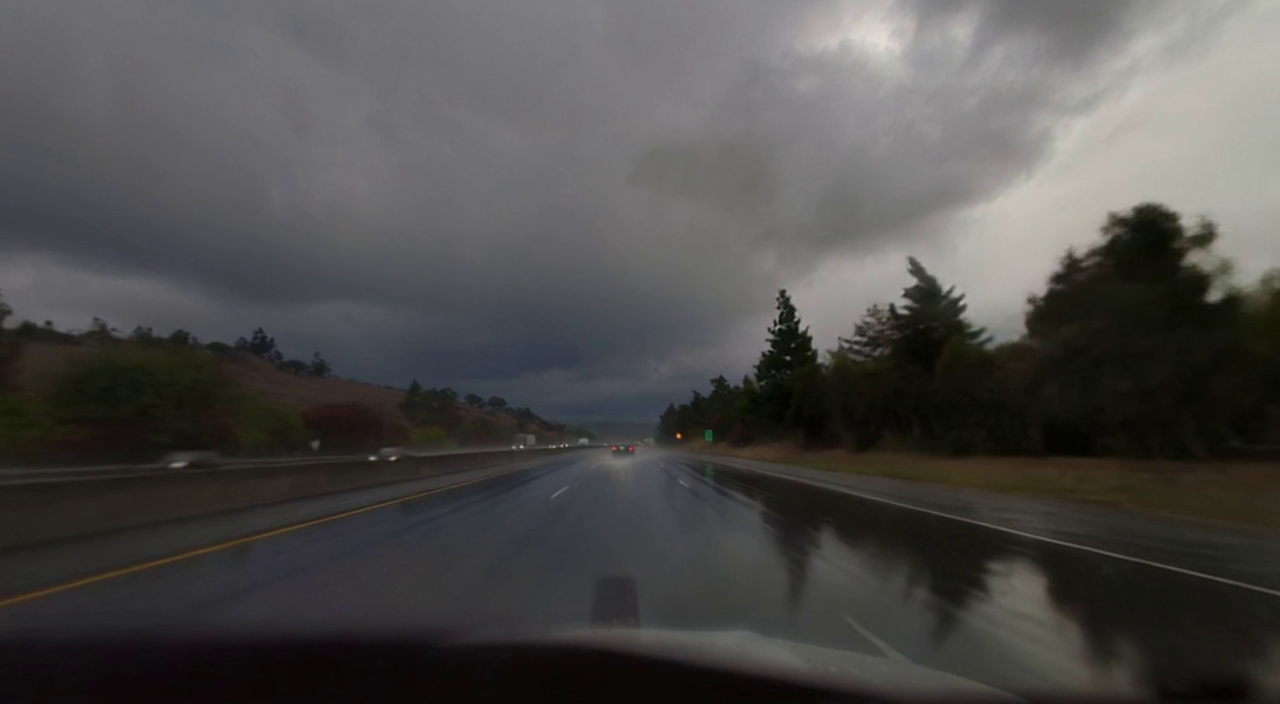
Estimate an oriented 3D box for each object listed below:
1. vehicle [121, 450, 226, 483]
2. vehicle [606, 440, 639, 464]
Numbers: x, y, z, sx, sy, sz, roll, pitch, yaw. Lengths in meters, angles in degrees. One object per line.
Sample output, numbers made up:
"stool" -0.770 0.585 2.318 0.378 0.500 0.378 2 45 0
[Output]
"vehicle" -24.069 5.886 32.728 1.996 1.493 4.570 0 -8 -1
"vehicle" -1.184 6.880 43.529 2.158 1.562 4.373 0 -8 -1
